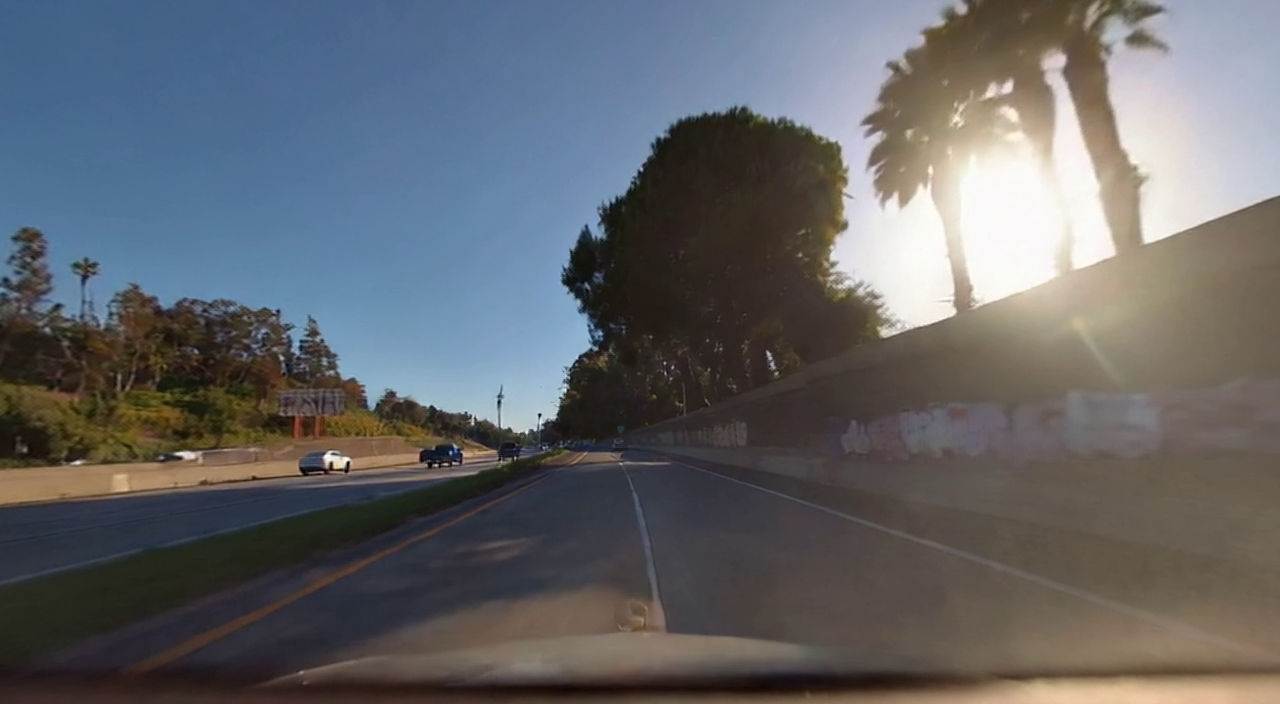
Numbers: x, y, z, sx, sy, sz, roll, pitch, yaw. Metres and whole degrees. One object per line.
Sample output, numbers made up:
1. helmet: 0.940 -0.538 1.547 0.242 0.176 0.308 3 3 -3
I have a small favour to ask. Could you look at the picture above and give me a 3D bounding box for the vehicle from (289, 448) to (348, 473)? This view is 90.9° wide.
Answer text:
1. vehicle: -25.108 8.465 49.490 2.158 1.795 5.013 0 -8 -2
